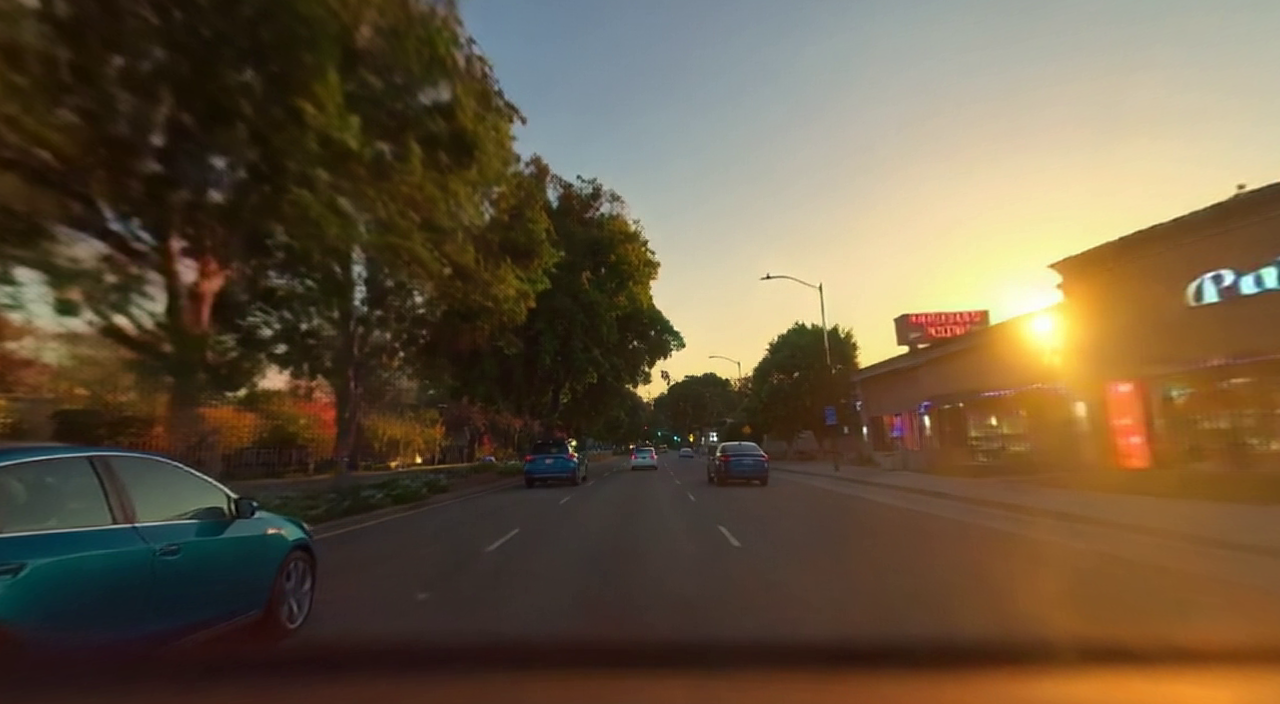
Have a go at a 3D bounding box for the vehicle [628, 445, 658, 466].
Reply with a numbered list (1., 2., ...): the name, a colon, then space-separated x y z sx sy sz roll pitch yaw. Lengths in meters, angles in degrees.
1. vehicle: 0.187 7.476 45.835 2.069 1.445 3.965 0 -8 0

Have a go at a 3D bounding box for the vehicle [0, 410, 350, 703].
1. vehicle: -3.266 0.974 2.431 1.956 1.460 4.802 0 -8 1

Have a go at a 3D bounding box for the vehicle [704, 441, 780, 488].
1. vehicle: 3.446 3.881 22.124 1.904 1.490 4.299 0 -8 0

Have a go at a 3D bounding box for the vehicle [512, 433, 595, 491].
1. vehicle: -2.922 3.847 22.410 2.193 1.788 4.603 0 -8 1
